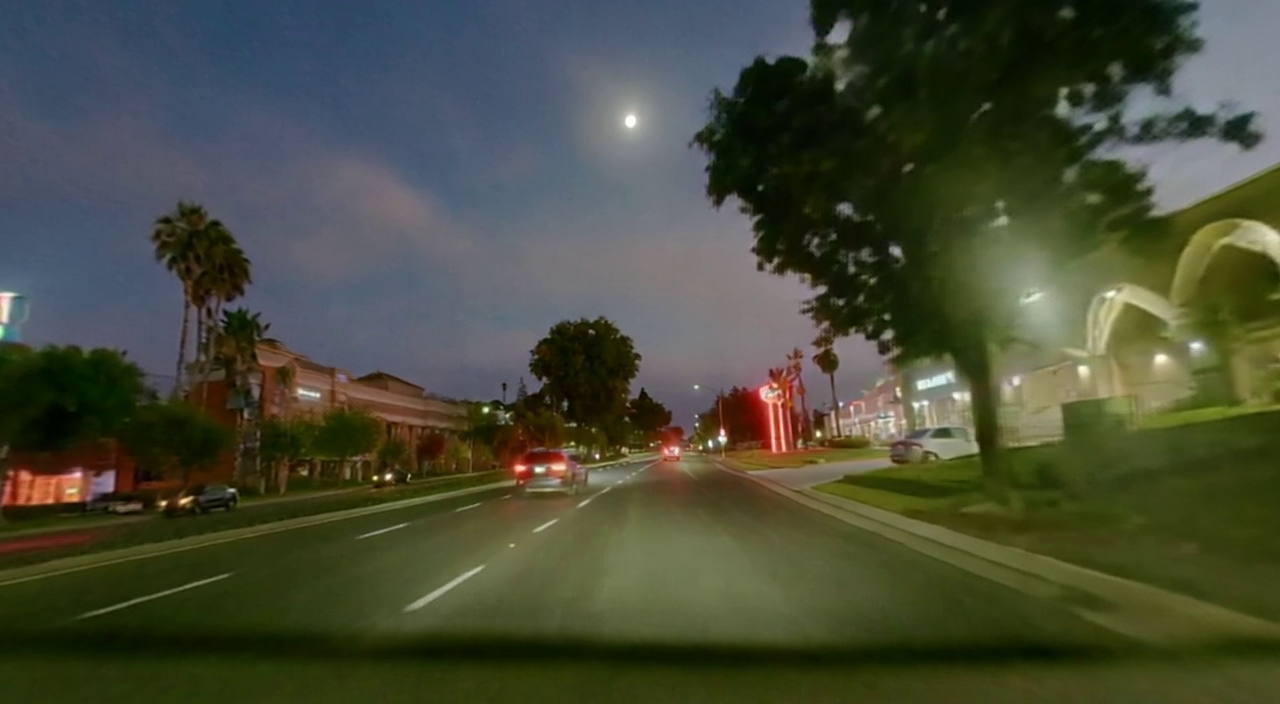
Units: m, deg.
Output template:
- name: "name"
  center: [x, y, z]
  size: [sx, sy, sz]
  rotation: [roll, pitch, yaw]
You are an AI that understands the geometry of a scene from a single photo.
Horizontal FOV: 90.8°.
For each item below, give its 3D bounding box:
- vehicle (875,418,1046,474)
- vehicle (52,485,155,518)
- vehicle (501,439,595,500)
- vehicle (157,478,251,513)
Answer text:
- name: "vehicle"
  center: [10.629, 3.159, 21.279]
  size: [4.577, 1.750, 2.115]
  rotation: [-1, -8, 4]
- name: "vehicle"
  center: [-34.776, 9.677, 41.014]
  size: [4.710, 1.897, 2.146]
  rotation: [0, -8, 1]
- name: "vehicle"
  center: [-2.850, 3.755, 20.707]
  size: [2.147, 1.745, 4.648]
  rotation: [-1, -8, 3]
- name: "vehicle"
  center: [-23.955, 7.872, 34.966]
  size: [1.929, 1.552, 4.488]
  rotation: [0, -8, 2]
